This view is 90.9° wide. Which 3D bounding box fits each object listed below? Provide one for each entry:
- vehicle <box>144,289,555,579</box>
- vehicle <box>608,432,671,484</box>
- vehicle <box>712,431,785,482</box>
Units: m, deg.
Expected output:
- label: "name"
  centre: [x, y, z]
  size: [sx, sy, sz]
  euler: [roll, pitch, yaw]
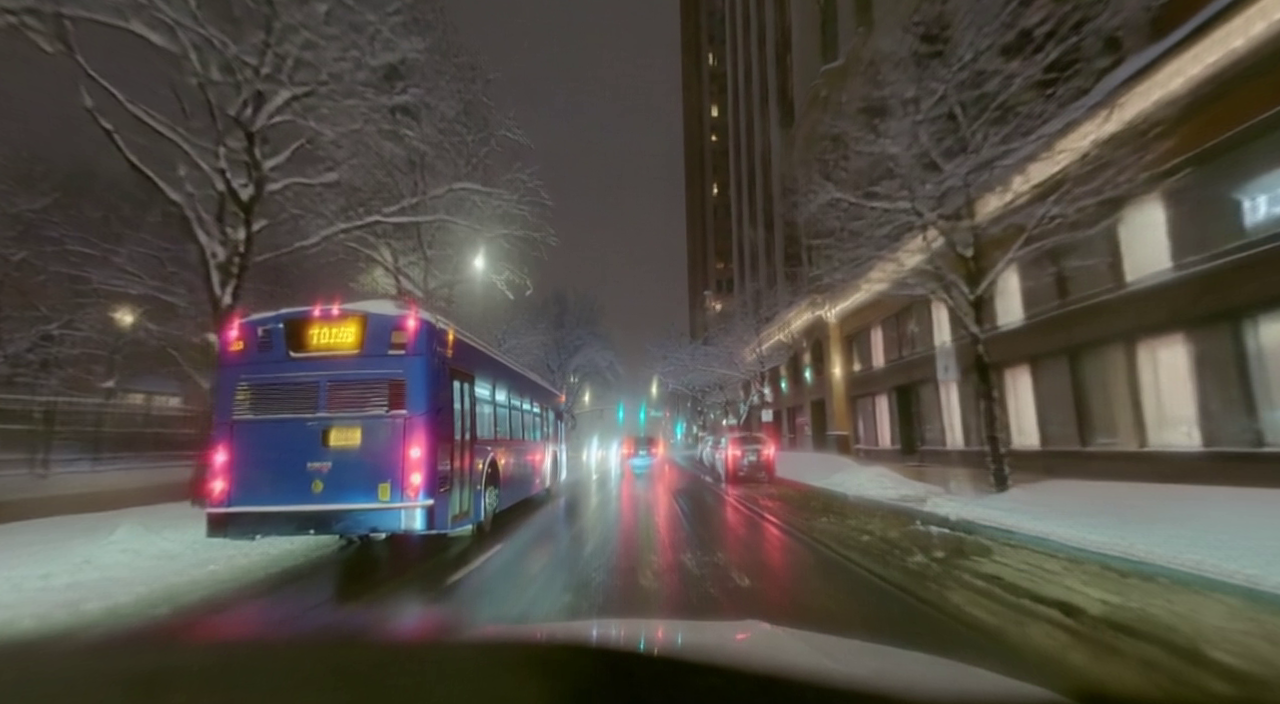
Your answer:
- label: "vehicle"
  centre: [-3.445, 1.285, 10.619]
  size: [2.920, 2.884, 8.588]
  euler: [0, -7, -1]
- label: "vehicle"
  centre: [0.004, 3.847, 23.146]
  size: [2.120, 1.727, 3.917]
  euler: [0, -9, 1]
- label: "vehicle"
  centre: [4.156, 4.101, 24.983]
  size: [2.138, 1.787, 4.522]
  euler: [0, -9, 1]
